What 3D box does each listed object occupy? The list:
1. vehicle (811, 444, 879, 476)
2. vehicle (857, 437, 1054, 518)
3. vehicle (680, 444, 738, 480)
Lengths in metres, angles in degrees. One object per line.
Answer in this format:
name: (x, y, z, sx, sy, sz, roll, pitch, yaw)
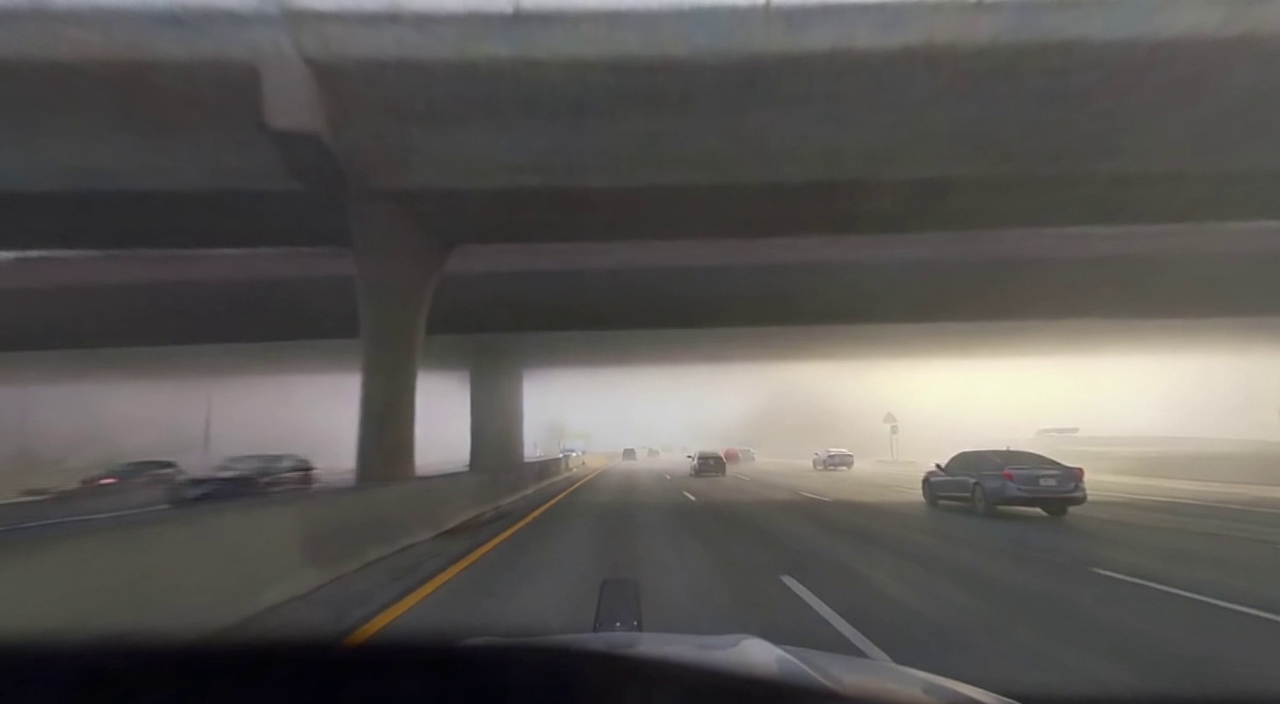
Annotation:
vehicle: (9.909, 5.223, 30.838, 1.838, 1.440, 4.121, 0, -9, -2)
vehicle: (6.616, 2.668, 13.959, 1.952, 1.489, 4.483, 0, -9, -1)
vehicle: (3.056, 4.976, 28.889, 1.993, 1.507, 4.594, 0, -9, -2)
